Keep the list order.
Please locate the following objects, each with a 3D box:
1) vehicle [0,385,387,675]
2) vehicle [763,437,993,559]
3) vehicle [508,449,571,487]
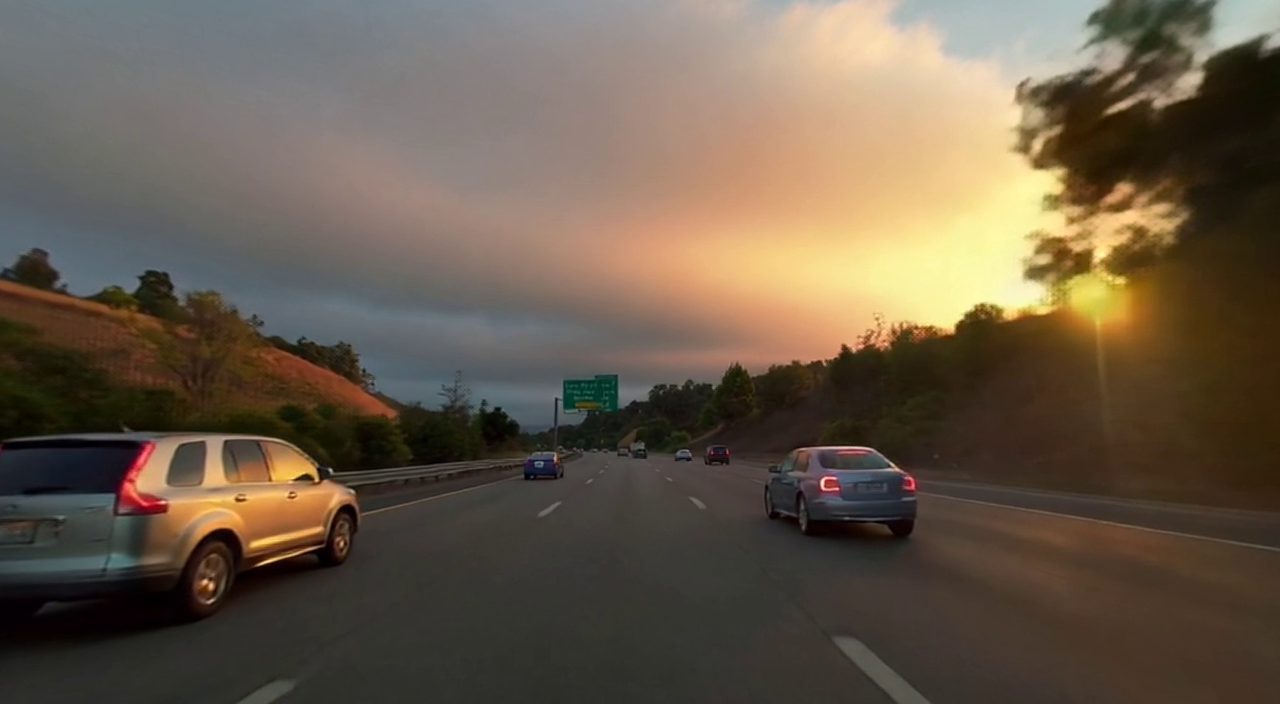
[{"bbox_3d":[-4.365,1.410,6.026,2.079,1.745,4.281,0,-9,0],"label":"vehicle"},{"bbox_3d":[3.550,2.258,10.481,2.120,1.572,4.344,0,-9,0],"label":"vehicle"},{"bbox_3d":[-4.248,4.945,27.244,2.009,1.488,4.289,0,-9,0],"label":"vehicle"}]
